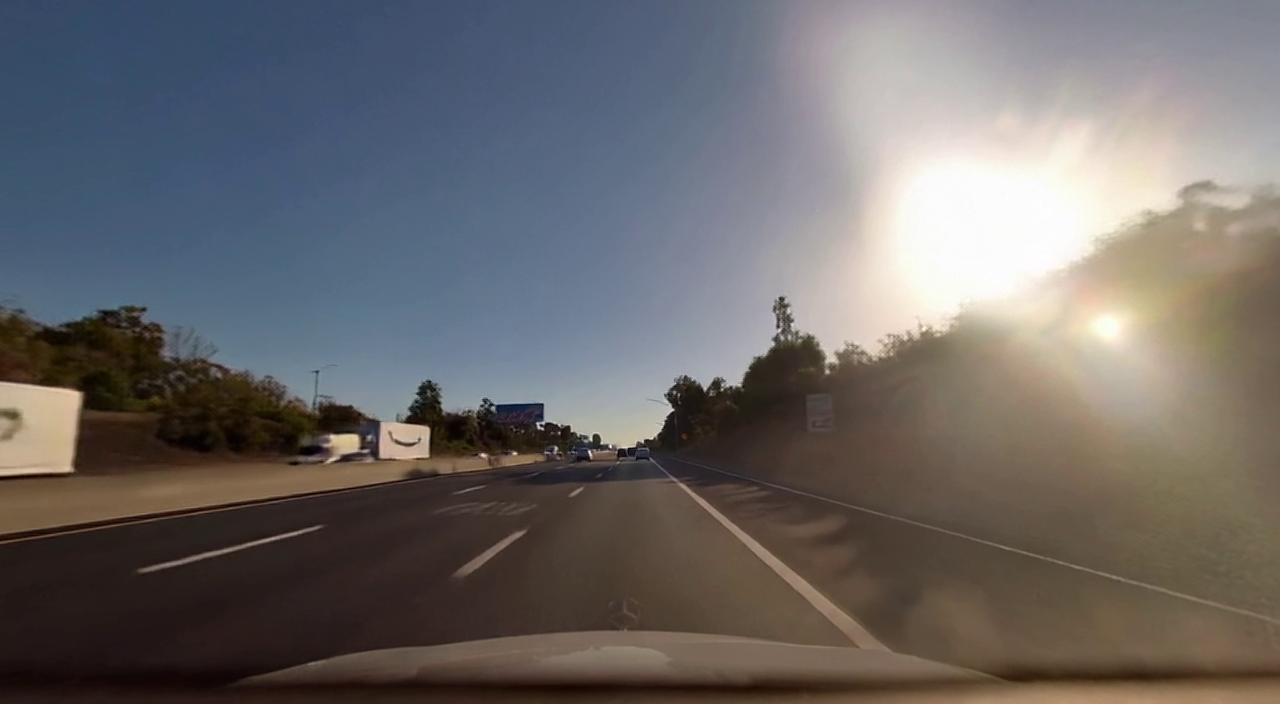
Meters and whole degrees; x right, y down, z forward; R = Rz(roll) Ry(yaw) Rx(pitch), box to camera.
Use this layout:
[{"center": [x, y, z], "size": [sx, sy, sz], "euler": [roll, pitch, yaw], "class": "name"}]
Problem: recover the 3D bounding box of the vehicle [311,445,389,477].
[{"center": [-15.641, 5.900, 34.337], "size": [2.023, 1.572, 4.568], "euler": [0, -9, 1], "class": "vehicle"}]
